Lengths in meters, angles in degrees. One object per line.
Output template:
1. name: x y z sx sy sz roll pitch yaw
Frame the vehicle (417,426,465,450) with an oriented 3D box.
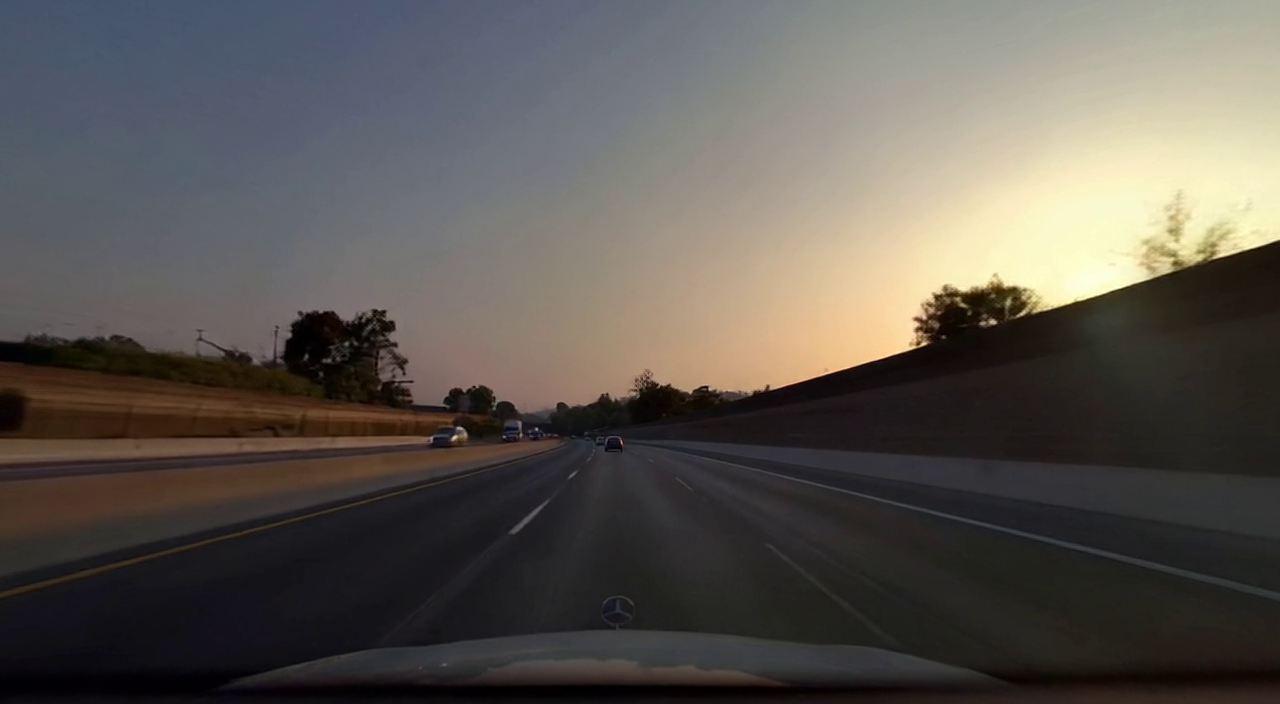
1. vehicle: -14.023 6.108 44.706 2.117 1.595 4.463 0 -8 -3
